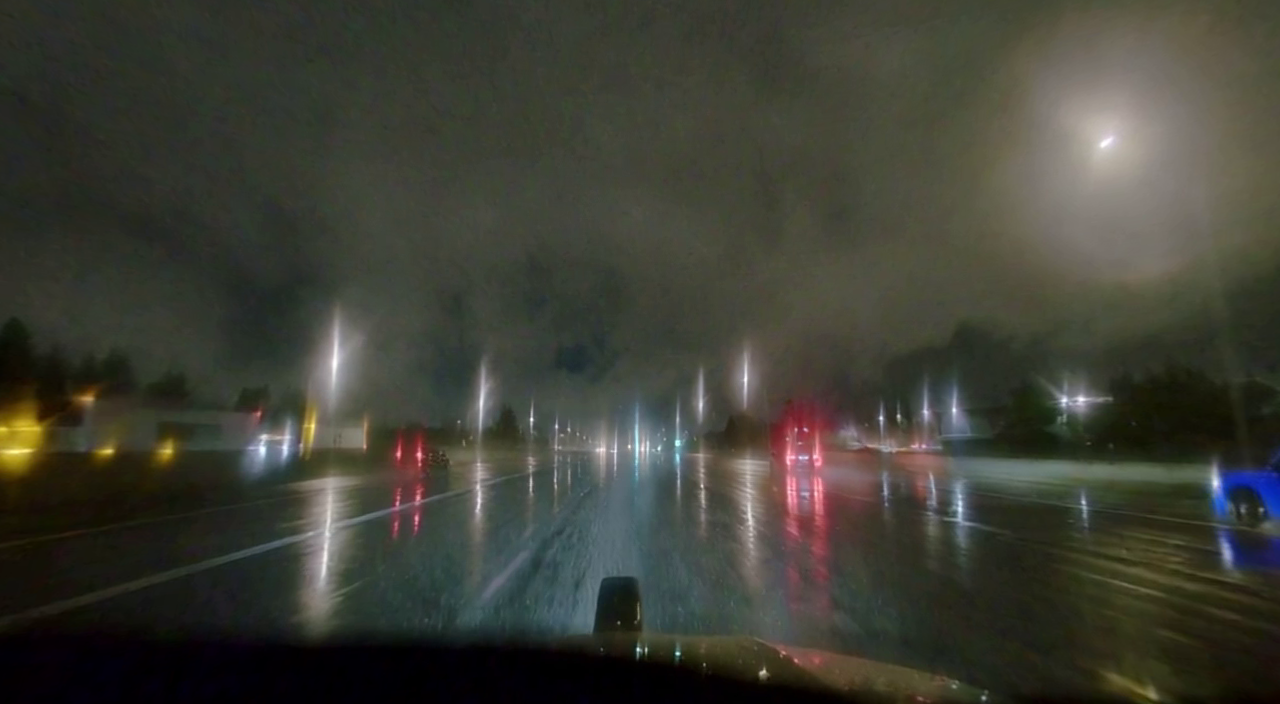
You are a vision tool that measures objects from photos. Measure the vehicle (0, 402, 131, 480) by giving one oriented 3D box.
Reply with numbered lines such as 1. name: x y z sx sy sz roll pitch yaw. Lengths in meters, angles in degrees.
1. vehicle: -34.248 5.128 36.255 3.017 3.954 8.238 0 -9 0

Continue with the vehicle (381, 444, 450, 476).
1. vehicle: -11.243 5.425 31.983 1.921 1.452 4.429 0 -9 0

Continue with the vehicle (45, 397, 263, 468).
1. vehicle: -34.412 6.379 46.665 2.899 4.057 16.924 -1 -11 -1
